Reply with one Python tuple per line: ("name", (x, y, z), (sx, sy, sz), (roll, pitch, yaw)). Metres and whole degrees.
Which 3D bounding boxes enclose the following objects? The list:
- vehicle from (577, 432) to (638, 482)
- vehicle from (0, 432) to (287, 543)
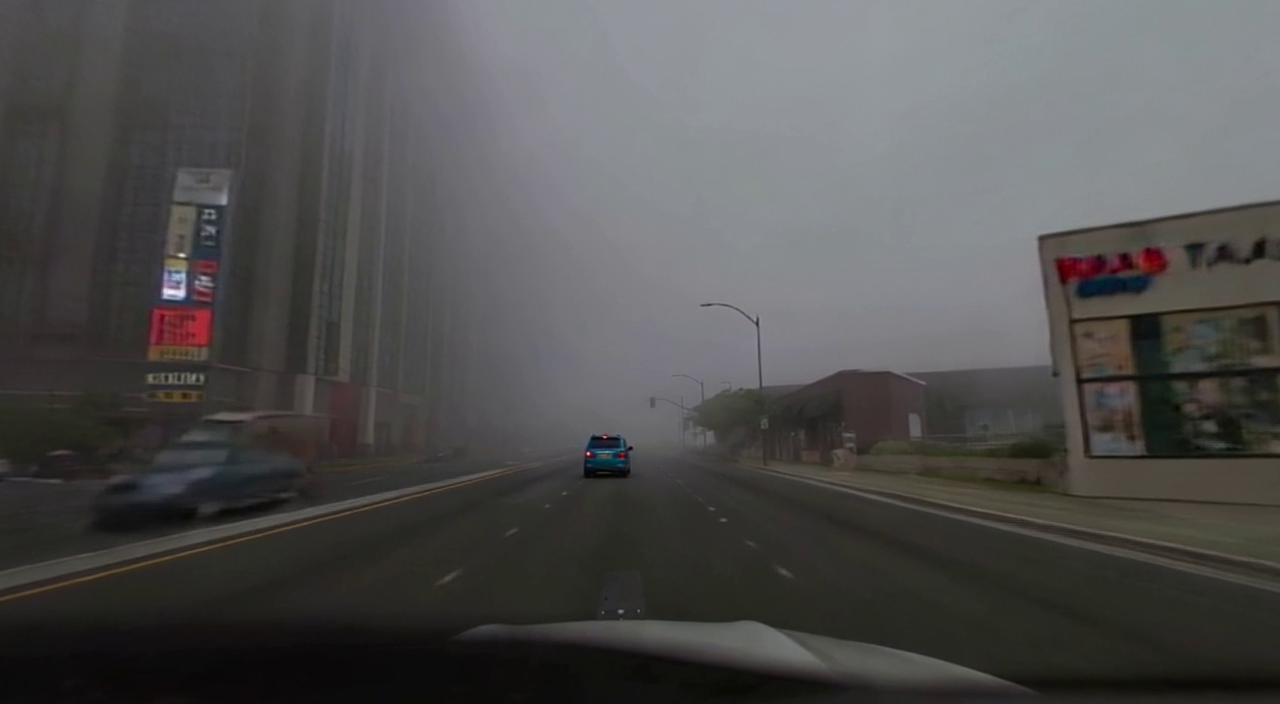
("vehicle", (-1.147, 3.989, 24.085), (2.080, 1.722, 3.766), (0, -8, 0))
("vehicle", (-8.098, 2.153, 10.653), (1.899, 1.495, 4.093), (0, -8, -1))
